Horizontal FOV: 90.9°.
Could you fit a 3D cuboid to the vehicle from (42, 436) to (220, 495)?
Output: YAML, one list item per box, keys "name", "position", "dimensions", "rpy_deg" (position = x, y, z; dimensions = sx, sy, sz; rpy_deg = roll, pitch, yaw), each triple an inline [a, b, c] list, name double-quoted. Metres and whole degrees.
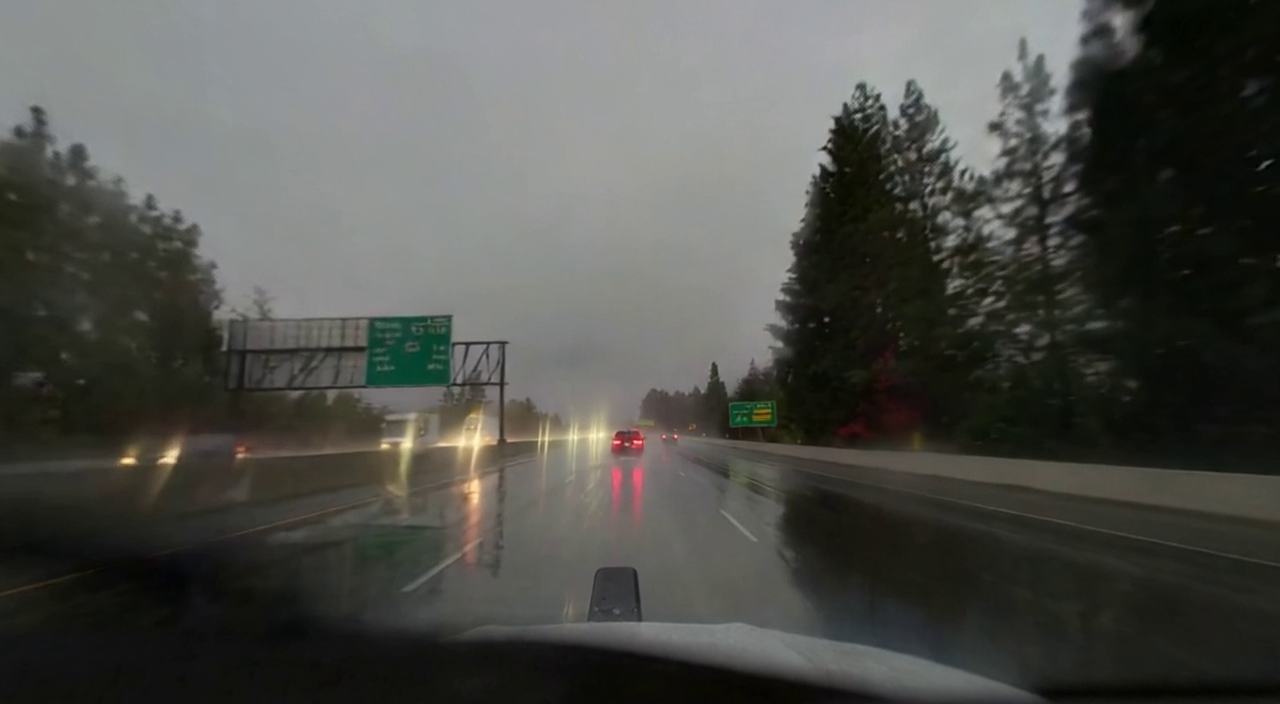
- name: "vehicle"
  position: [-16.037, 3.545, 20.256]
  dimensions: [2.001, 1.671, 4.427]
  rpy_deg: [0, -8, 0]

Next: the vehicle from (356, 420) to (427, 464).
- name: "vehicle"
  position: [-16.291, 5.919, 41.782]
  dimensions: [2.321, 2.674, 5.828]
  rpy_deg: [0, -8, -1]

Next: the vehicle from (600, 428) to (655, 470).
- name: "vehicle"
  position: [-0.514, 3.986, 26.247]
  dimensions: [2.094, 1.600, 3.666]
  rpy_deg: [0, -8, -1]
